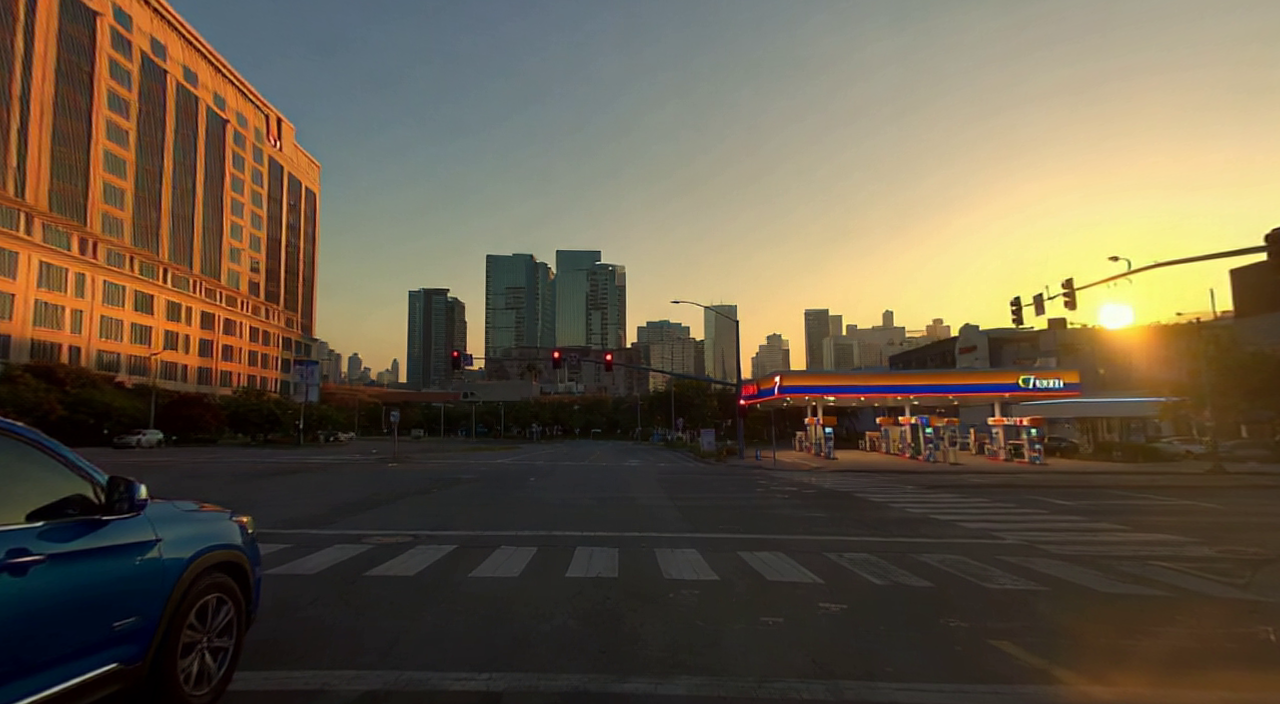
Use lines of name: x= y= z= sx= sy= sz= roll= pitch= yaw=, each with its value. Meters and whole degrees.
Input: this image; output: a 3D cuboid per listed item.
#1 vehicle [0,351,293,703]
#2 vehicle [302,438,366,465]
vehicle: x=-3.426 y=0.805 z=2.046 sx=2.053 sy=1.690 sz=4.364 roll=0 pitch=-9 yaw=1
vehicle: x=-20.472 y=6.708 z=42.327 sx=2.004 sy=1.699 sz=4.486 roll=0 pitch=-9 yaw=1
